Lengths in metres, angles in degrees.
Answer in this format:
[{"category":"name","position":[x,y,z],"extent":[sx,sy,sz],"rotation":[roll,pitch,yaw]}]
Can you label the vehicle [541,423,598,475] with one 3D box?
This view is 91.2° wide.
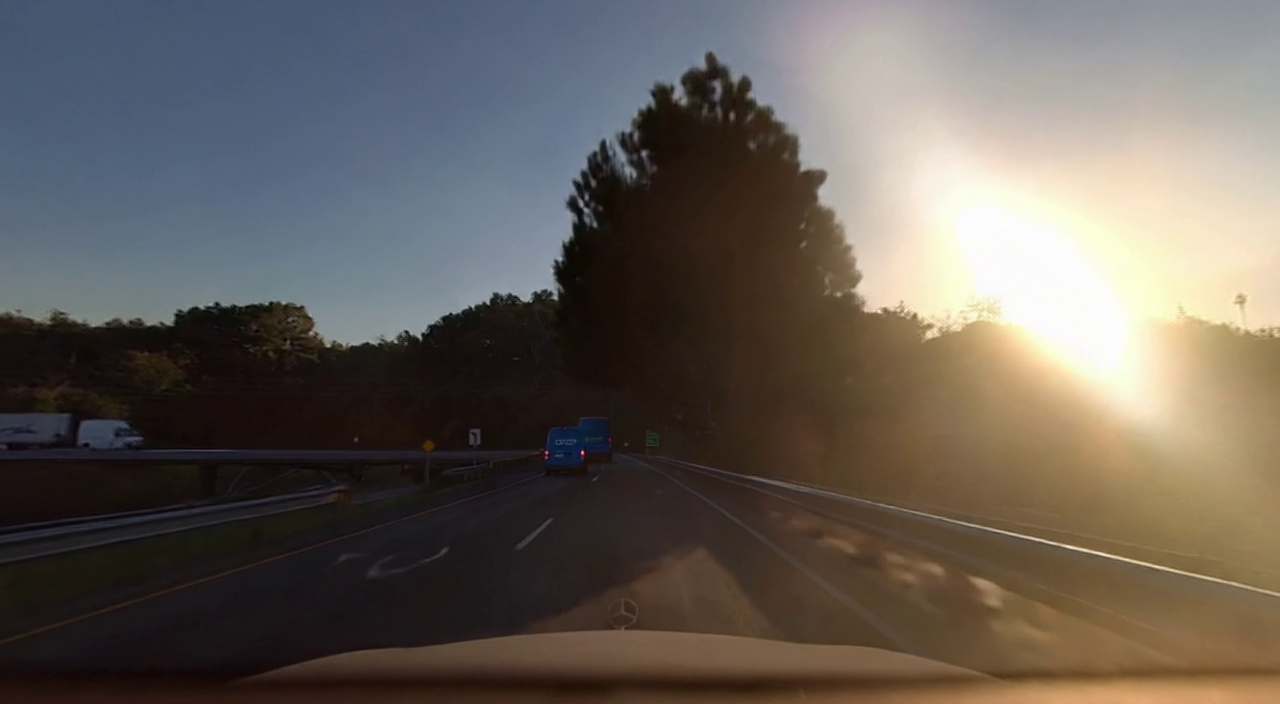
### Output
[{"category":"vehicle","position":[-3.876,5.550,35.947],"extent":[2.463,2.640,7.034],"rotation":[0,-9,0]}]
